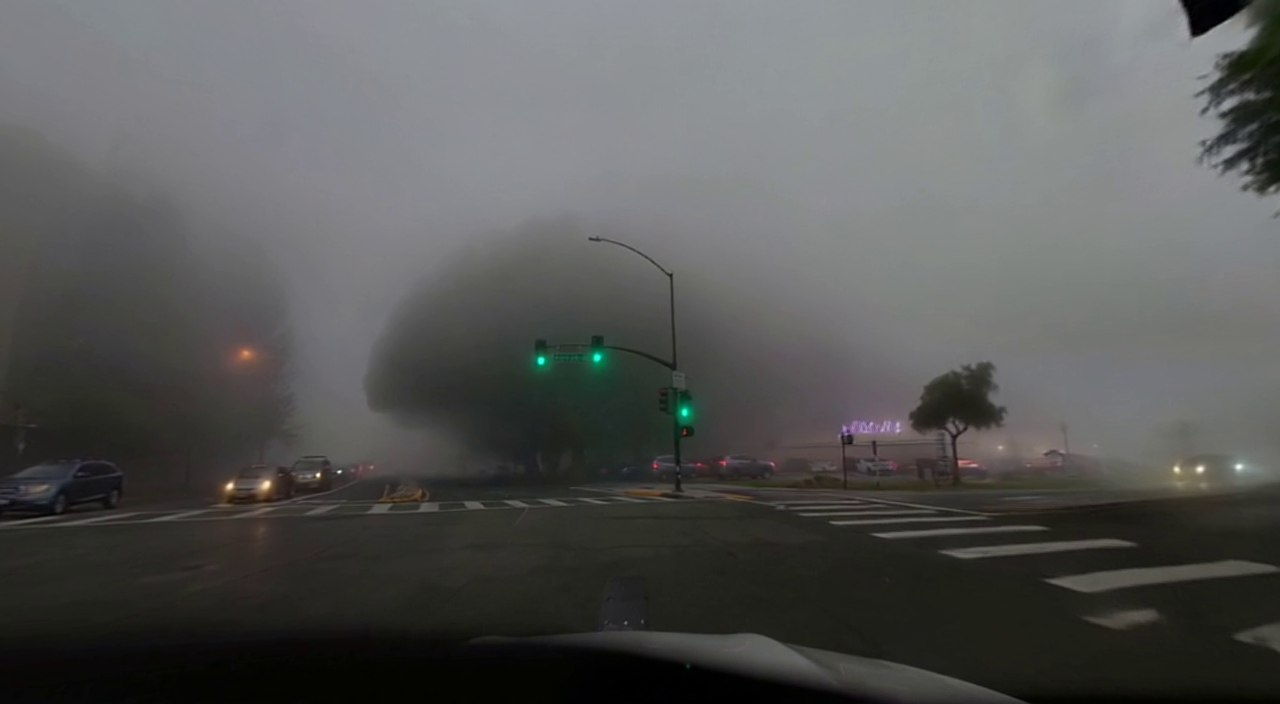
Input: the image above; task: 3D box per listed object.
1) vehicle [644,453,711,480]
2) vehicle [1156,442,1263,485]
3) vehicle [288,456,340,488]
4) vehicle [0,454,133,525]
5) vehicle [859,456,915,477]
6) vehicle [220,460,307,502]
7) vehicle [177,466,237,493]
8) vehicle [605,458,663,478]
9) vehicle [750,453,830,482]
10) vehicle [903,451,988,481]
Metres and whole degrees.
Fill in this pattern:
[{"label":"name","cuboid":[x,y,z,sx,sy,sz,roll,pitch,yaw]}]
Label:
[{"label":"vehicle","cuboid":[2.699,8.120,44.996,4.669,1.770,1.896,6,-11,-37]},{"label":"vehicle","cuboid":[26.935,5.208,29.790,4.781,1.849,2.355,5,-10,-32]},{"label":"vehicle","cuboid":[-20.747,7.618,40.343,2.049,1.817,5.292,3,-9,-18]},{"label":"vehicle","cuboid":[-17.717,3.978,18.748,2.124,1.793,4.709,2,-9,-13]},{"label":"vehicle","cuboid":[18.735,8.673,47.730,4.324,1.437,1.865,6,-11,-35]},{"label":"vehicle","cuboid":[-15.915,5.432,26.929,1.961,1.492,4.702,2,-9,-16]},{"label":"vehicle","cuboid":[-28.000,8.252,40.896,1.842,1.474,4.712,3,-9,-18]},{"label":"vehicle","cuboid":[-0.477,9.119,49.603,4.257,1.474,1.751,4,-10,-27]},{"label":"vehicle","cuboid":[9.303,7.123,39.082,4.375,1.685,2.045,3,-9,-20]},{"label":"vehicle","cuboid":[18.490,6.862,38.144,4.530,1.696,1.979,3,-9,-22]}]
